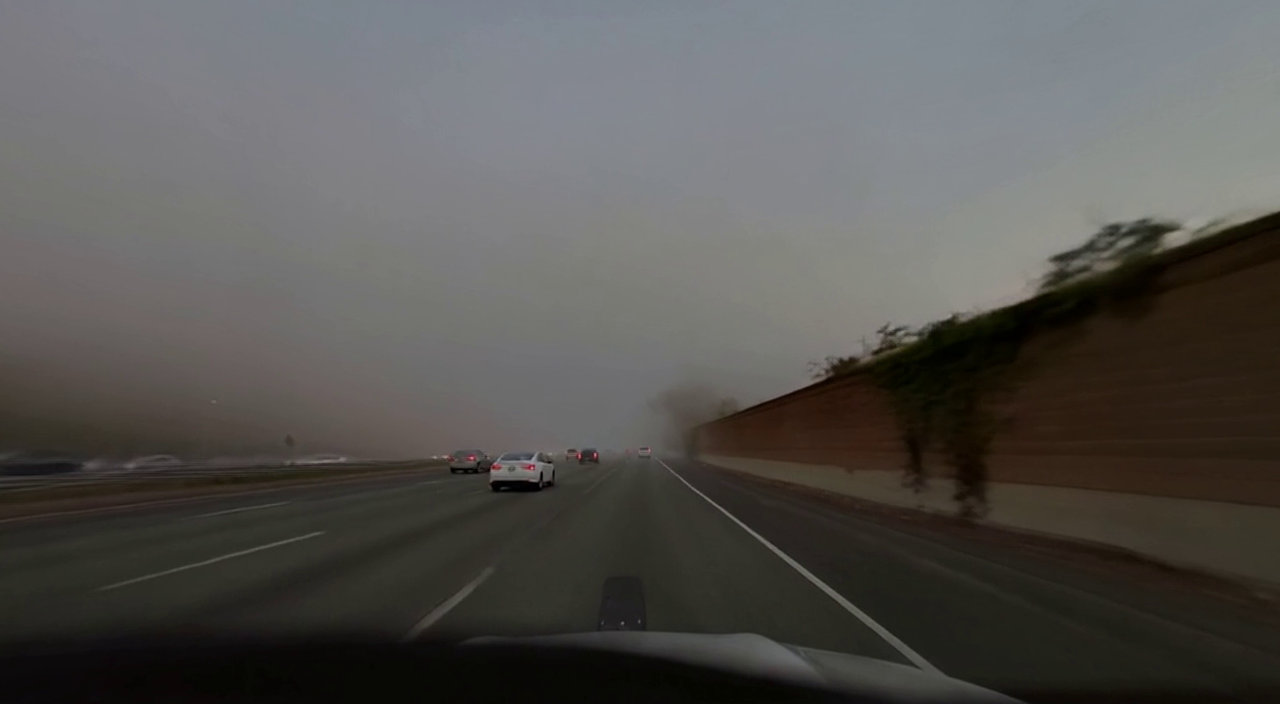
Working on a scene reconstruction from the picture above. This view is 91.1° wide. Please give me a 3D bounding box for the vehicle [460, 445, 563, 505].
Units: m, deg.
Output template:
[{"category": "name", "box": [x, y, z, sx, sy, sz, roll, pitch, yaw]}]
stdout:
[{"category": "vehicle", "box": [-3.608, 3.532, 18.598, 1.945, 1.484, 4.803, -1, -9, 1]}]
